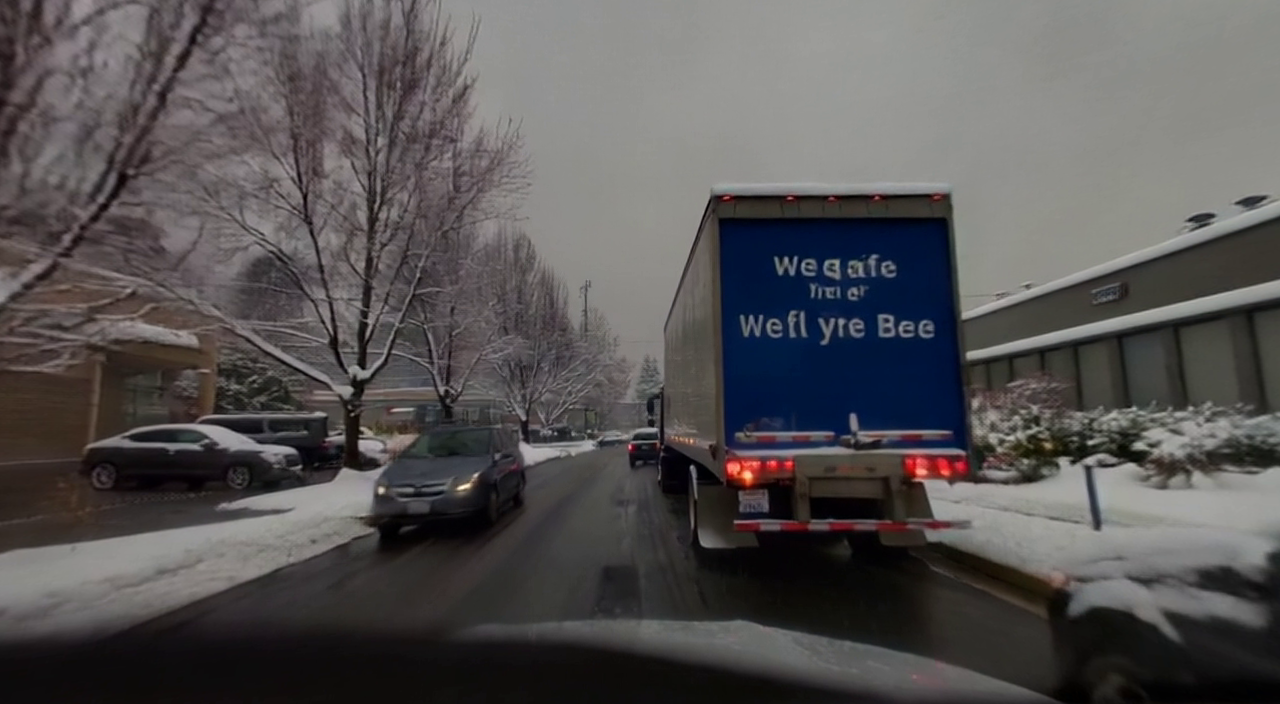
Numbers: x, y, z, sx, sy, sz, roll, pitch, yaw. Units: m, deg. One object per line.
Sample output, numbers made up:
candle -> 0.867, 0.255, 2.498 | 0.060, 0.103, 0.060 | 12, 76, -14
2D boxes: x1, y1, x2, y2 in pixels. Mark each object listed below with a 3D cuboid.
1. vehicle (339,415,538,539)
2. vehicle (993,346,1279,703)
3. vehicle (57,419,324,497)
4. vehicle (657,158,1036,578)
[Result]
vehicle -> -2.779, 1.797, 9.718 | 1.780, 1.488, 4.043 | 0, -8, -1
vehicle -> 2.442, 0.658, 0.737 | 1.866, 1.531, 3.579 | 0, -8, -2
vehicle -> -9.106, 2.176, 13.129 | 4.015, 1.461, 1.903 | 1, -8, -5
vehicle -> 2.137, 1.058, 13.325 | 2.865, 4.113, 14.471 | 0, -8, -1
